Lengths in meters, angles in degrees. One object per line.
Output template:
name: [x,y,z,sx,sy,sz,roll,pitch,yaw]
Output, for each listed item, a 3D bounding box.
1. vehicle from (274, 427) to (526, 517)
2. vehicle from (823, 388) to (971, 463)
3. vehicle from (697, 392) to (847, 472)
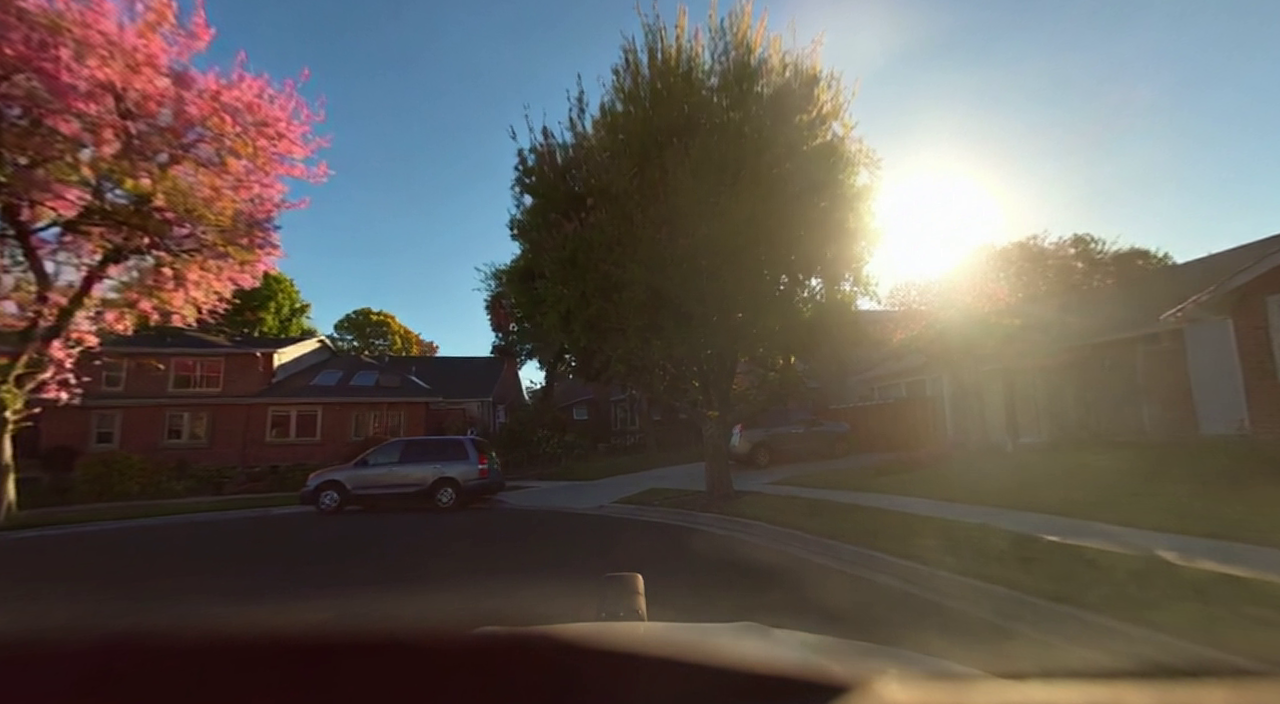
vehicle: [-5.282,2.670,14.352,4.815,1.827,2.147,-1,-9,7]
vehicle: [7.253,1.968,17.606,2.152,1.773,4.495,-9,-8,44]
vehicle: [3.885,2.240,18.112,2.310,1.701,4.280,-10,-6,39]
